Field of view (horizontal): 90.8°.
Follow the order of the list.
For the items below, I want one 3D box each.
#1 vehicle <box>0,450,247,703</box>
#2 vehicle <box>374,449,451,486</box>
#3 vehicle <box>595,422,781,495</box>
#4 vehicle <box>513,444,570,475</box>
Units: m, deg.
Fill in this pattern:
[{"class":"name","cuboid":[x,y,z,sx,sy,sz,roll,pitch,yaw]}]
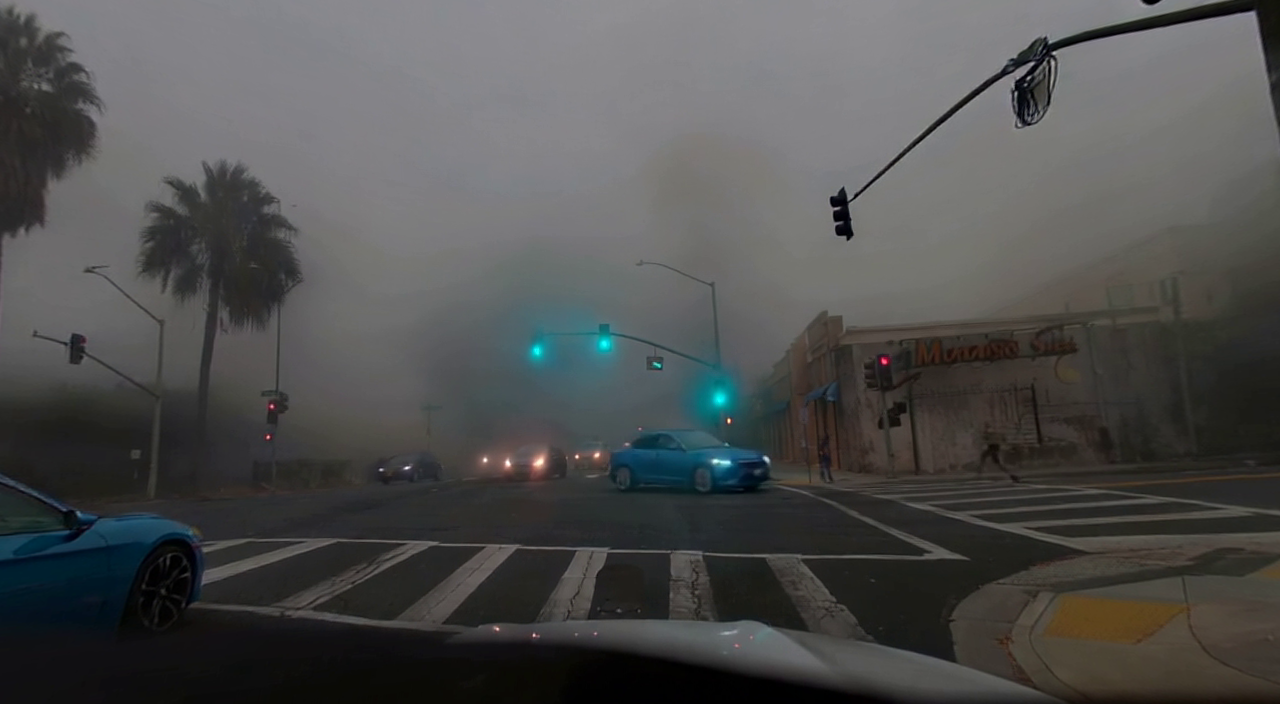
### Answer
[{"class":"vehicle","cuboid":[-3.700,1.024,2.243,1.850,1.325,4.295,0,-9,0]},{"class":"vehicle","cuboid":[-12.361,6.283,34.640,1.870,1.705,4.426,-7,-10,11]},{"class":"vehicle","cuboid":[1.171,2.867,17.277,4.775,1.709,2.092,-8,-12,43]},{"class":"vehicle","cuboid":[-5.096,5.633,33.290,1.839,1.468,4.549,-1,-9,6]}]
